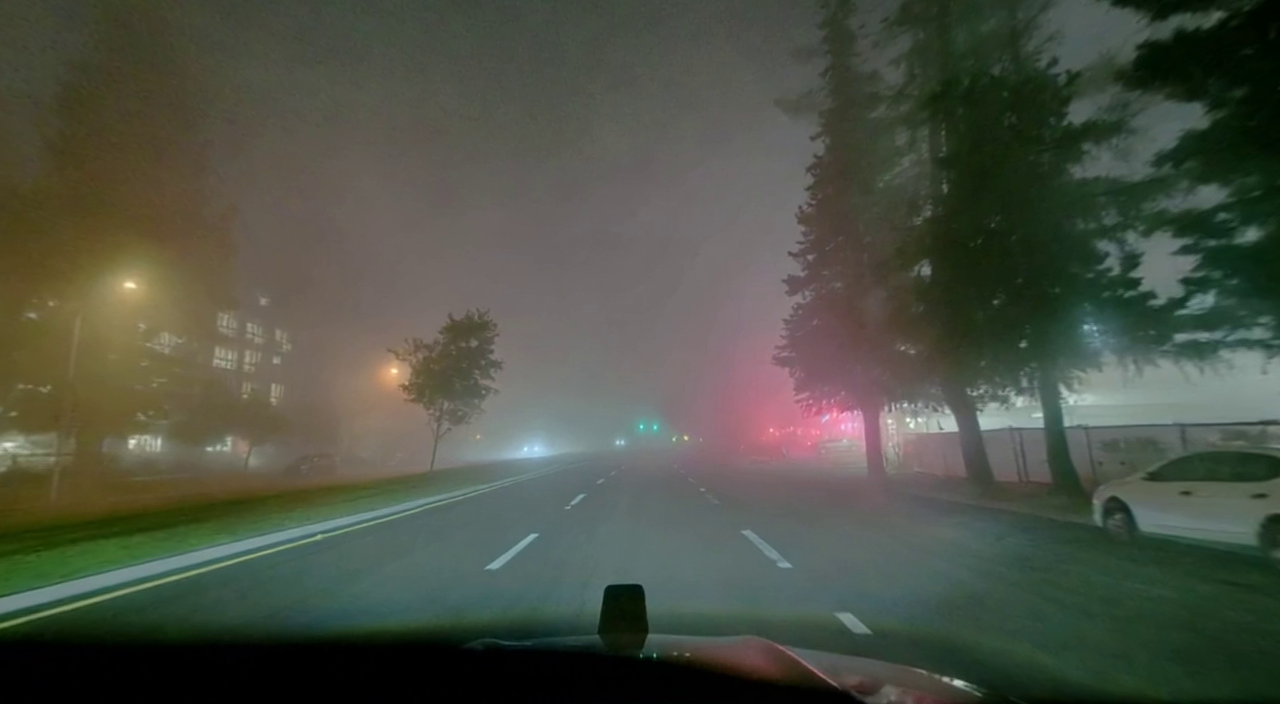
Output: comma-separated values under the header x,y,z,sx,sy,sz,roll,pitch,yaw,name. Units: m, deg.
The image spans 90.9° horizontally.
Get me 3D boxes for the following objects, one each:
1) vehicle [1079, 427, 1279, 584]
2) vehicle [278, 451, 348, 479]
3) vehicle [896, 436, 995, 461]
x,y,z,sx,sy,sz,roll,pitch,yaw,name
7.110,1.516,6.367,1.984,1.485,4.629,0,-8,0,vehicle
-22.315,7.695,43.247,2.067,1.743,5.056,0,-8,0,vehicle
18.265,5.782,37.815,4.813,1.464,2.073,0,-8,-1,vehicle
